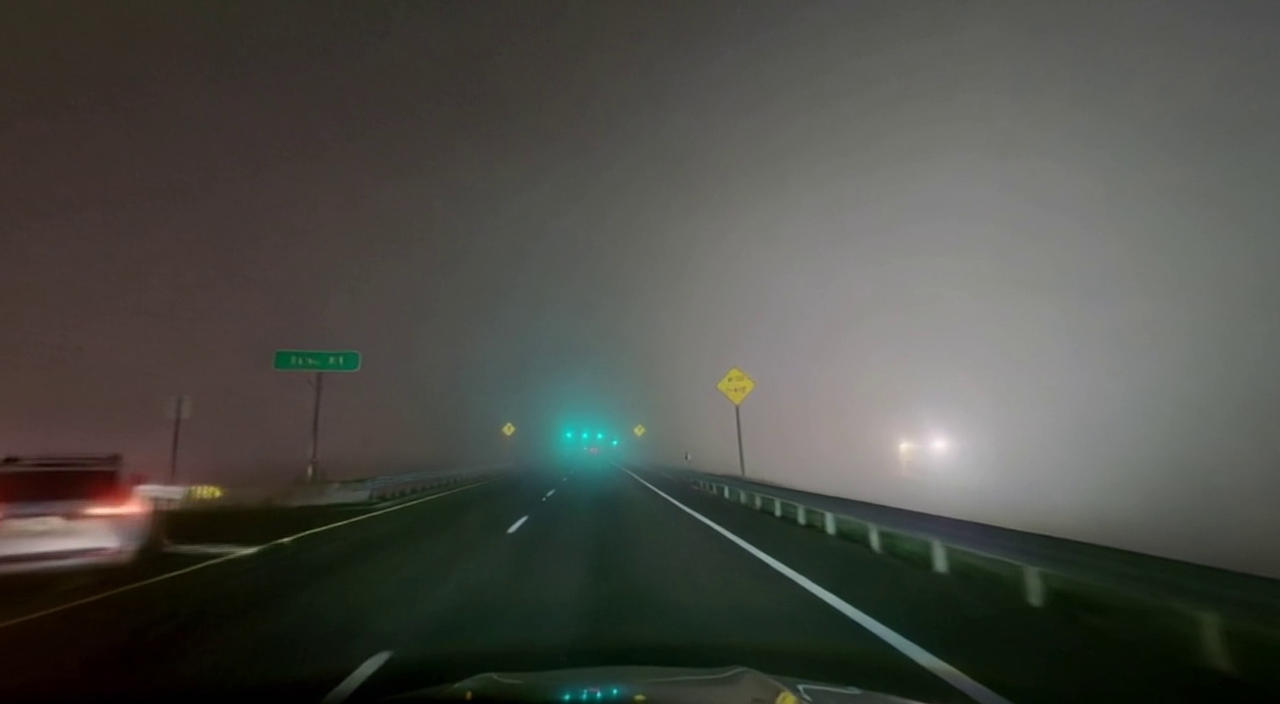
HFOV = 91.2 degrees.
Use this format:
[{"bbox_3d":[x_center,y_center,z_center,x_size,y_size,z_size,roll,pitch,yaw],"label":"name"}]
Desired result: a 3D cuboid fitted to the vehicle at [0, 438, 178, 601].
[{"bbox_3d":[-6.899,1.814,7.526,2.006,1.486,3.950,6,-11,-36],"label":"vehicle"}]
